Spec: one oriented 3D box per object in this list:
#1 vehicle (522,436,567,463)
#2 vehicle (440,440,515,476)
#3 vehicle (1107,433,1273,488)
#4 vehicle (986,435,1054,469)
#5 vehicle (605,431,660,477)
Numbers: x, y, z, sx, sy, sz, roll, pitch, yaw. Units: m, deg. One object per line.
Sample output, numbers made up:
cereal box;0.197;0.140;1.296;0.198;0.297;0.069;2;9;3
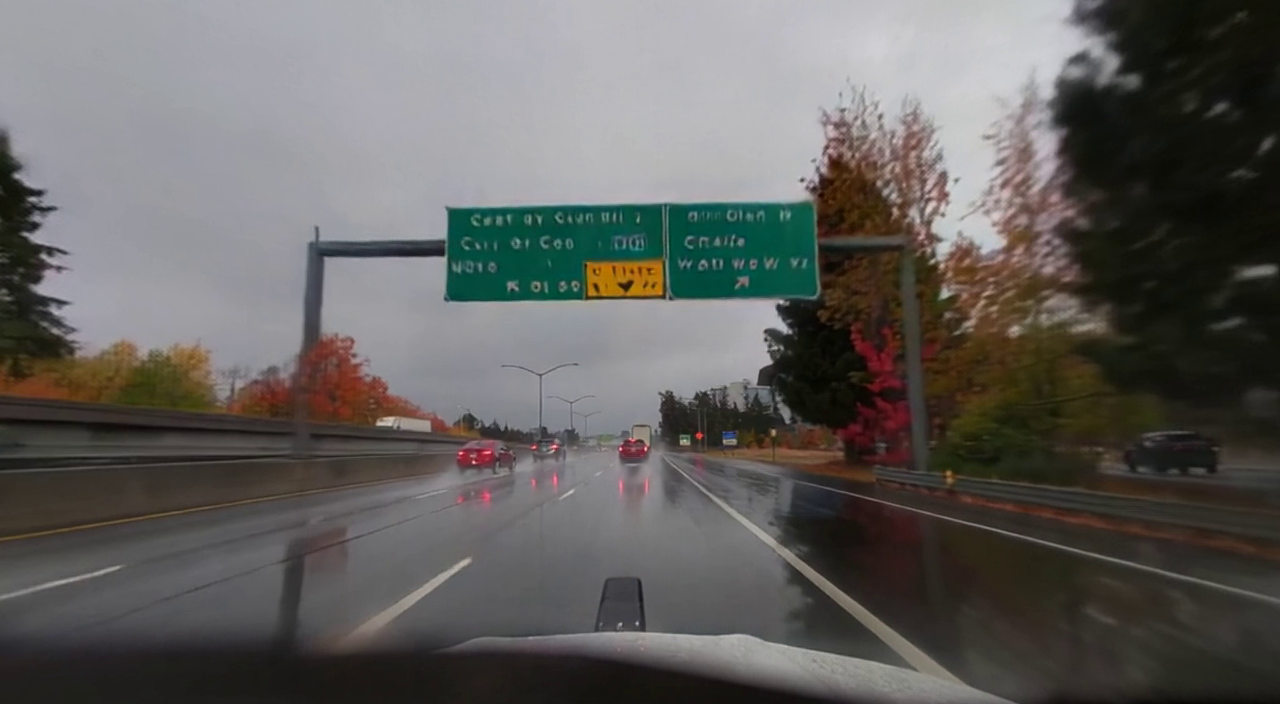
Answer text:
vehicle;-7.186;7.418;48.134;2.328;1.927;5.880;0;-9;2
vehicle;-7.318;4.821;28.883;2.074;1.495;4.643;0;-9;1
vehicle;18.567;3.674;21.611;2.019;1.657;4.582;-1;-9;8
vehicle;22.371;5.893;37.285;2.242;1.835;4.667;-3;-9;17
vehicle;-0.309;4.527;28.162;2.245;1.863;4.801;0;-9;0
